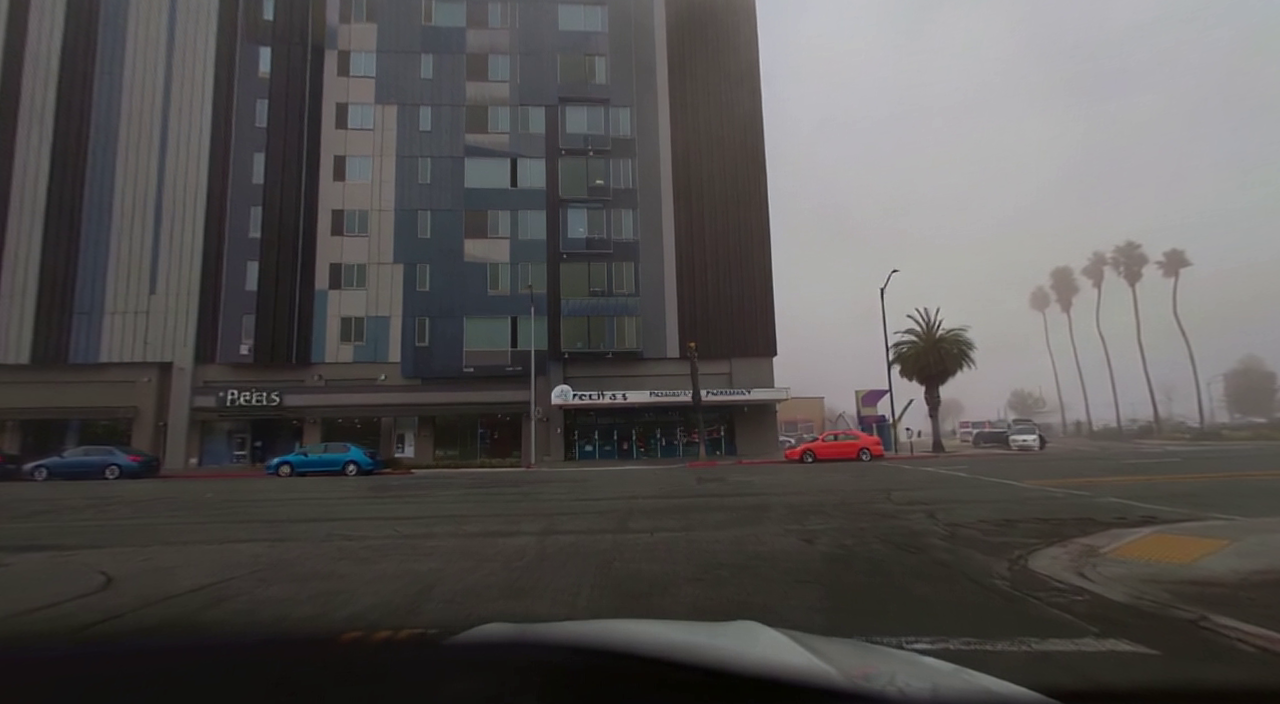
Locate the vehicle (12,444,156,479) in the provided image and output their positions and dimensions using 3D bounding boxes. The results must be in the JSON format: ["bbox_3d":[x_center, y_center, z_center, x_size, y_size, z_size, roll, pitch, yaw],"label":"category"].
[{"bbox_3d":[-23.608,4.667,26.948,4.321,1.430,1.775,0,-9,-2],"label":"vehicle"}]

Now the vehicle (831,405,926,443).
[{"bbox_3d":[16.128,4.931,42.912,5.524,2.504,2.196,1,-9,-3],"label":"vehicle"}]

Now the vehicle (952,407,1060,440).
[{"bbox_3d":[28.582,5.604,49.482,7.026,2.329,2.545,1,-6,-4],"label":"vehicle"}]

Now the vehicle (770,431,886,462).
[{"bbox_3d":[8.599,4.372,29.098,4.782,1.371,1.763,1,-9,-5],"label":"vehicle"}]

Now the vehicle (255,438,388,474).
[{"bbox_3d":[-13.929,4.570,27.799,4.857,1.497,1.811,0,-9,2],"label":"vehicle"}]
